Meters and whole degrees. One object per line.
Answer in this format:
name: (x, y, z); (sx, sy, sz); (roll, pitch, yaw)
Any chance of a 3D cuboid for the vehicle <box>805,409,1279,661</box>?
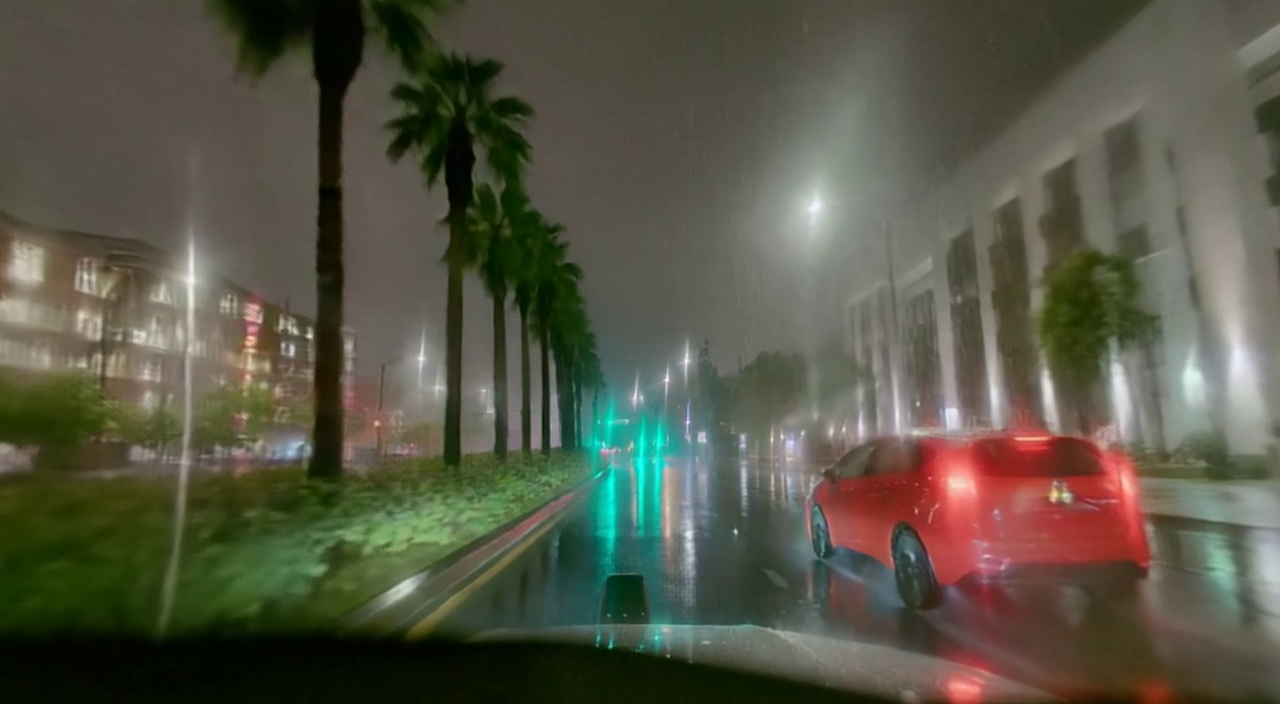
vehicle: (3.172, 1.462, 6.163); (1.867, 1.554, 4.301); (0, -8, -1)
